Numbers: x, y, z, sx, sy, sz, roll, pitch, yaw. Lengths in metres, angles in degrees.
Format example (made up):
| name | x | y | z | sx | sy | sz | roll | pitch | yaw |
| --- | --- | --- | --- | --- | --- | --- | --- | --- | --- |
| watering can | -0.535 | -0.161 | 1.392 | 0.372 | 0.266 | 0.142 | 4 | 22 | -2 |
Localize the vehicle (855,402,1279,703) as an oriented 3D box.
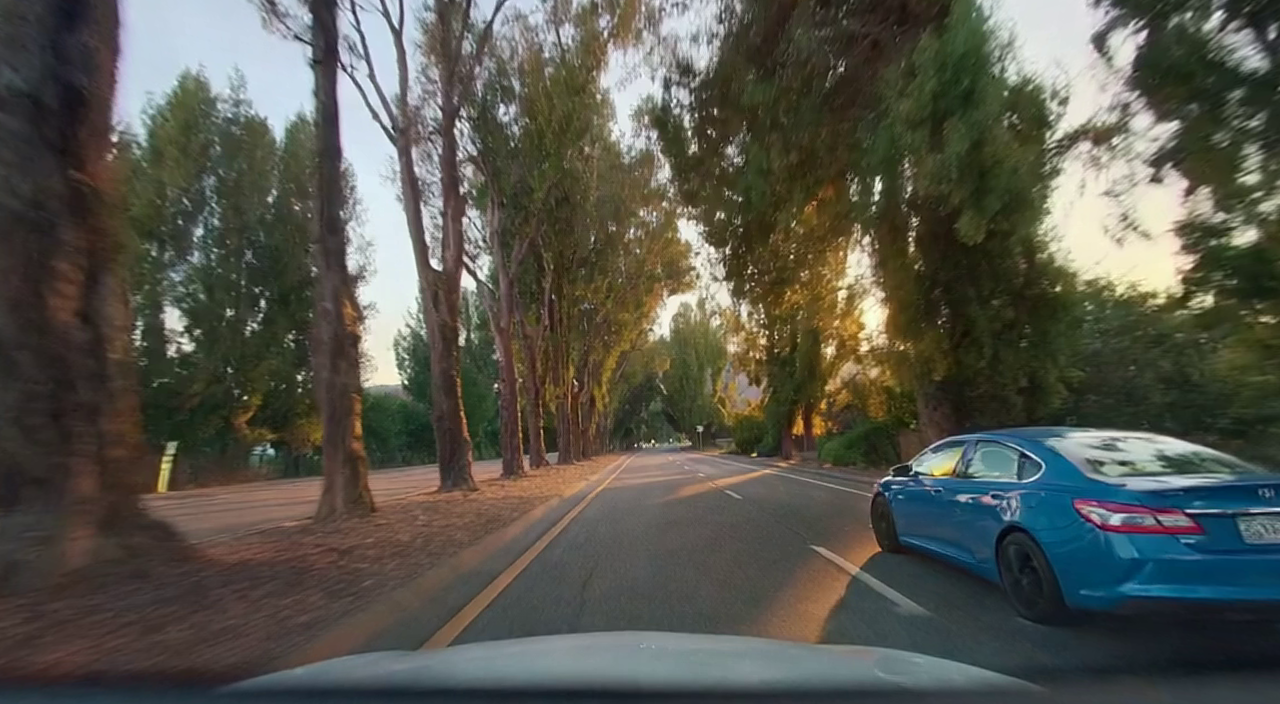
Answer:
| name | x | y | z | sx | sy | sz | roll | pitch | yaw |
| --- | --- | --- | --- | --- | --- | --- | --- | --- | --- |
| vehicle | 3.790 | 1.352 | 5.551 | 2.061 | 1.503 | 4.823 | 0 | -8 | 0 |
